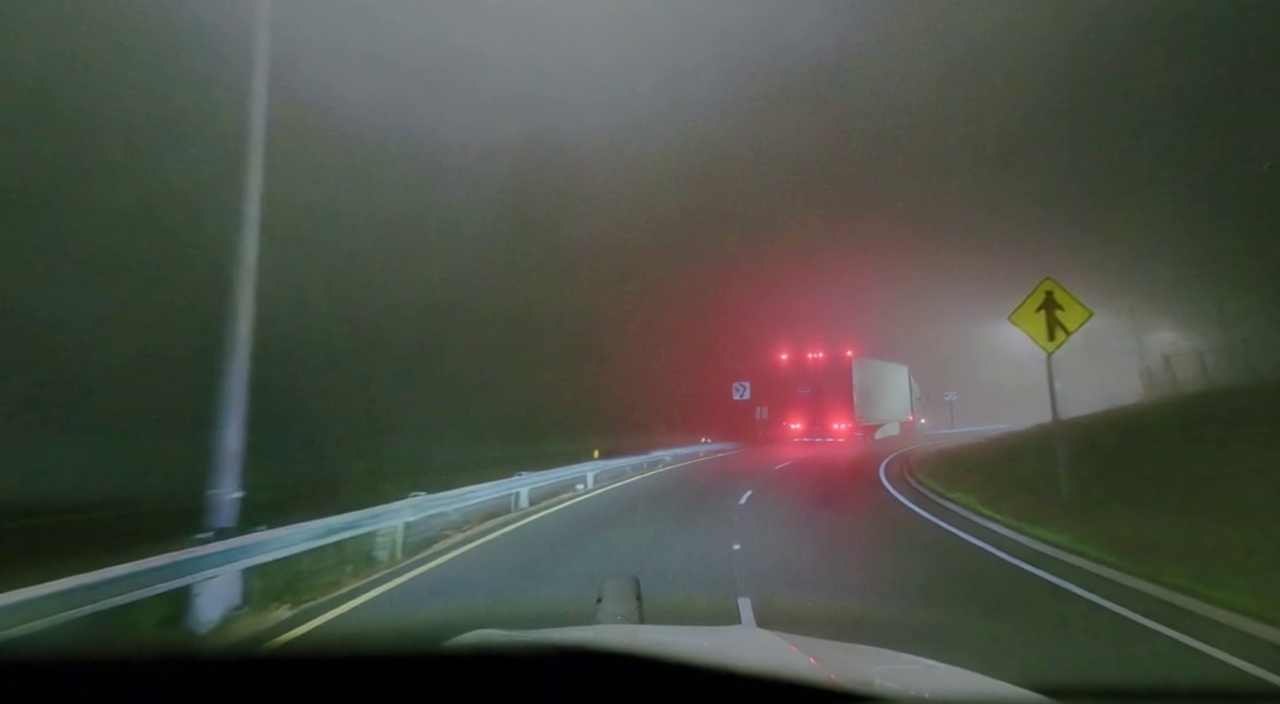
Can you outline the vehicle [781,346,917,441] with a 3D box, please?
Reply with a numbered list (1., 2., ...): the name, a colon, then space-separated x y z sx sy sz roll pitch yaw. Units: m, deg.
1. vehicle: 10.083 2.300 29.327 2.837 3.712 10.484 -6 -10 35
